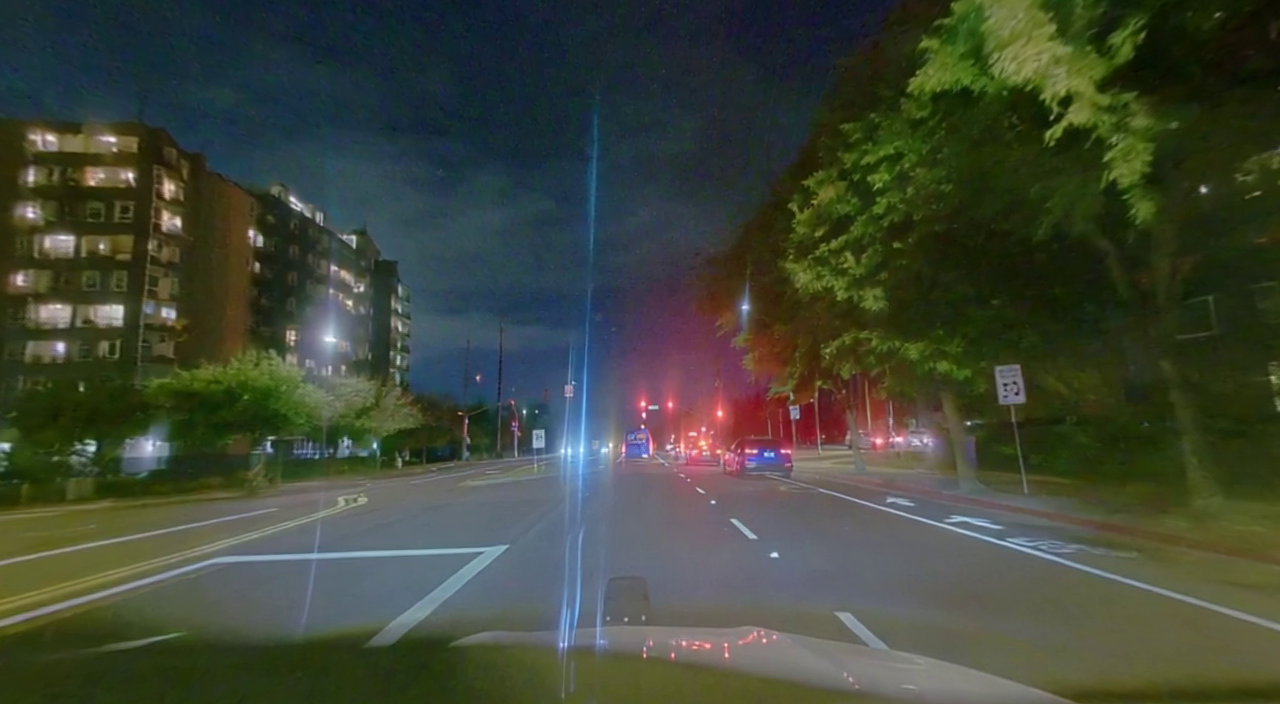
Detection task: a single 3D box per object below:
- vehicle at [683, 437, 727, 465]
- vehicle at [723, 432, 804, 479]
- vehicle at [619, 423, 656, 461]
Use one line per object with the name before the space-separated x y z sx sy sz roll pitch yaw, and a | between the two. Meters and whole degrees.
vehicle | 3.636 5.630 36.060 1.951 1.483 4.582 0 -8 -1
vehicle | 4.311 3.719 22.848 1.967 1.506 4.968 0 -8 0
vehicle | -0.166 6.362 44.382 2.422 2.488 4.992 0 -8 0
